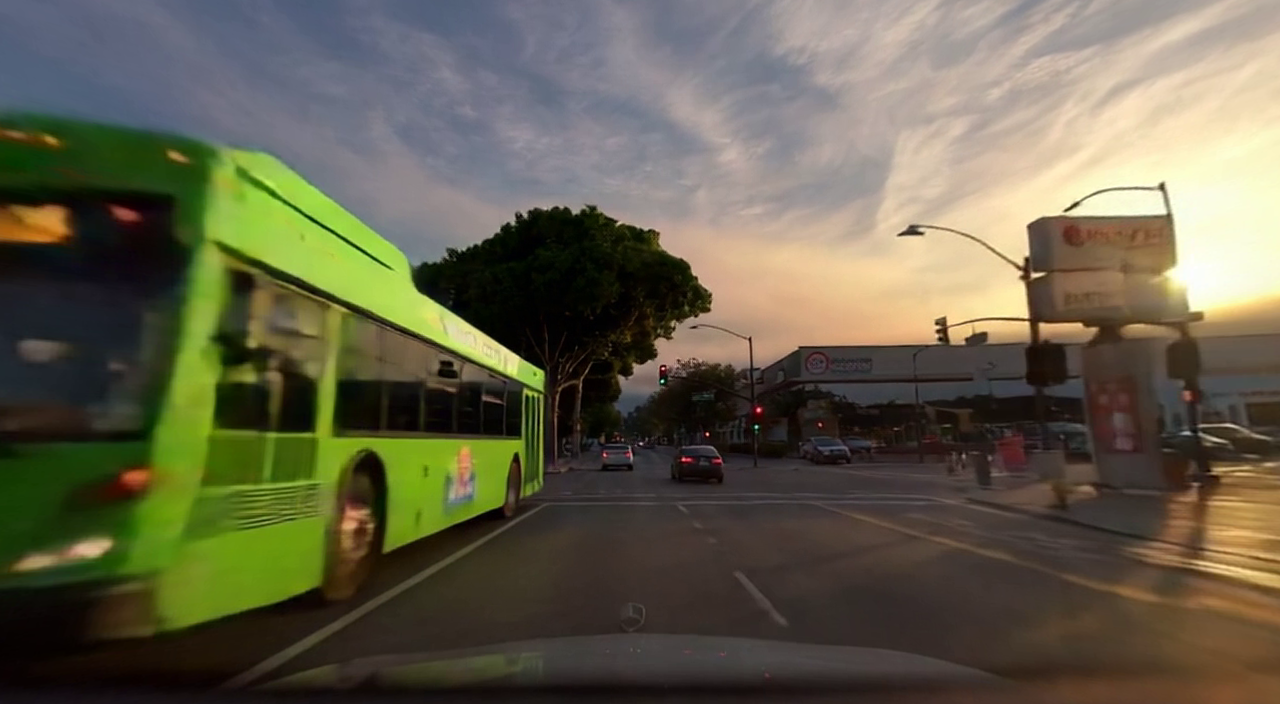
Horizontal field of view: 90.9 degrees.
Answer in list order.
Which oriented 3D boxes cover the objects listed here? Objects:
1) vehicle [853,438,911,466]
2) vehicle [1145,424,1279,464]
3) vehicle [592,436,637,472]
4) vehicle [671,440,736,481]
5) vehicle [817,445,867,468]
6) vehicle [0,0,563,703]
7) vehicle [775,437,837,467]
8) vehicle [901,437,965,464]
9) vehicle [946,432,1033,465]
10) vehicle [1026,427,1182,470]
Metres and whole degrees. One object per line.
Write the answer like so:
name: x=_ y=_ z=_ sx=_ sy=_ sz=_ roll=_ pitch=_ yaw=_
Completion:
vehicle: x=16.341 y=6.776 z=42.874 sx=2.020 sy=1.796 sz=4.600 roll=0 pitch=-8 yaw=-2
vehicle: x=35.274 y=5.645 z=38.714 sx=6.271 sy=2.145 sz=2.510 roll=-2 pitch=-8 yaw=-1
vehicle: x=-1.390 y=5.513 z=34.315 sx=2.301 sy=1.837 sz=4.411 roll=0 pitch=-8 yaw=-2
vehicle: x=2.522 y=4.447 z=26.136 sx=2.046 sy=1.540 sz=3.883 roll=1 pitch=-8 yaw=-4
vehicle: x=13.523 y=6.996 z=42.346 sx=1.860 sy=1.443 sz=3.772 roll=0 pitch=-8 yaw=-5
vehicle: x=-3.629 y=1.130 z=9.313 sx=3.018 sy=3.217 sz=13.998 roll=0 pitch=-8 yaw=1
vehicle: x=11.056 y=6.714 z=42.418 sx=2.304 sy=1.907 sz=4.844 roll=1 pitch=-9 yaw=-8
vehicle: x=19.749 y=6.662 z=42.684 sx=2.143 sy=1.731 sz=4.290 roll=1 pitch=-8 yaw=-2
vehicle: x=23.392 y=6.428 z=42.489 sx=2.384 sy=1.959 sz=5.372 roll=-2 pitch=-7 yaw=-6
vehicle: x=22.482 y=4.684 z=30.736 sx=5.766 sy=2.002 sz=2.298 roll=0 pitch=-9 yaw=-1
